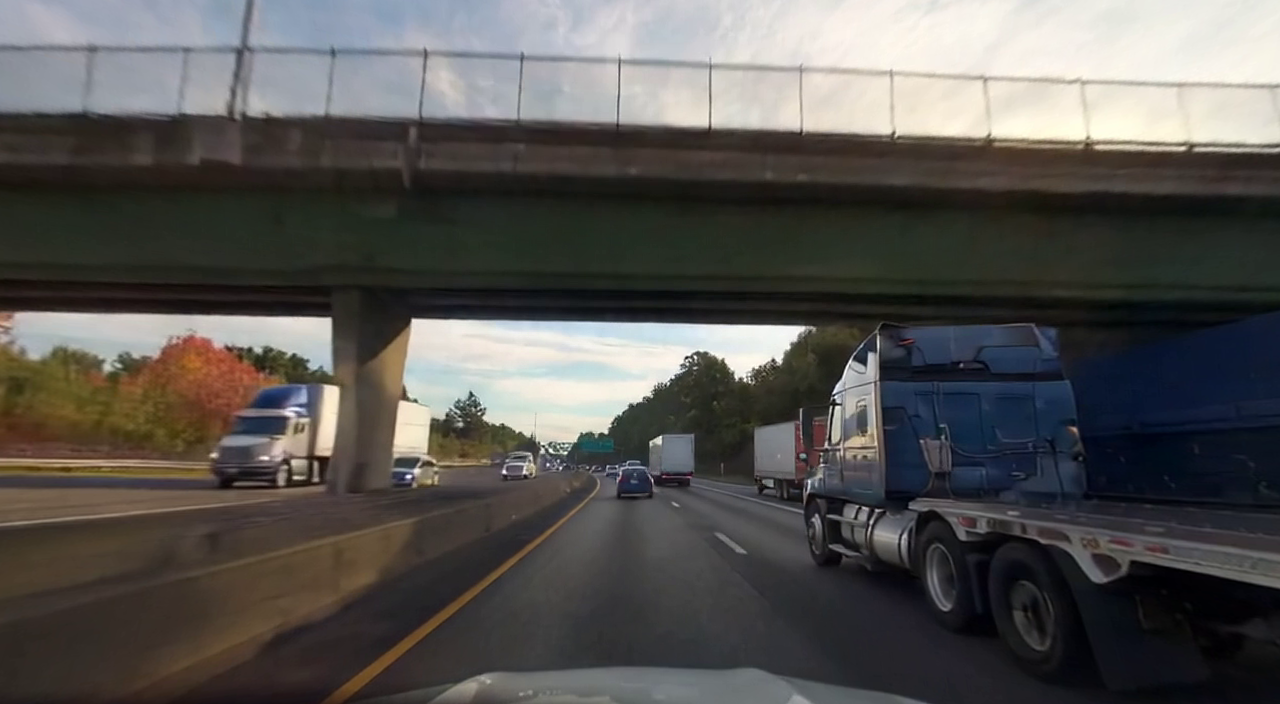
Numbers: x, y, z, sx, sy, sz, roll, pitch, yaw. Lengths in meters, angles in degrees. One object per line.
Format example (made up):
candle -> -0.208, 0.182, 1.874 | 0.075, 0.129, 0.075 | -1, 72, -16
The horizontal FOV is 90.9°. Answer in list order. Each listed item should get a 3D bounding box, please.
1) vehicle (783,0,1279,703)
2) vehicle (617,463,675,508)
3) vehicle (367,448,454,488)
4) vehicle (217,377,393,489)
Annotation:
vehicle -> 3.698, -0.218, 2.239 | 2.831, 4.150, 14.519 | 1, -11, -1
vehicle -> 0.219, 5.150, 24.478 | 2.067, 1.552, 3.601 | 1, -11, 0
vehicle -> -9.310, 4.789, 26.017 | 1.911, 1.455, 4.516 | 1, -11, 0
vehicle -> -13.381, 3.536, 26.202 | 3.010, 3.930, 7.428 | 1, -10, 0
